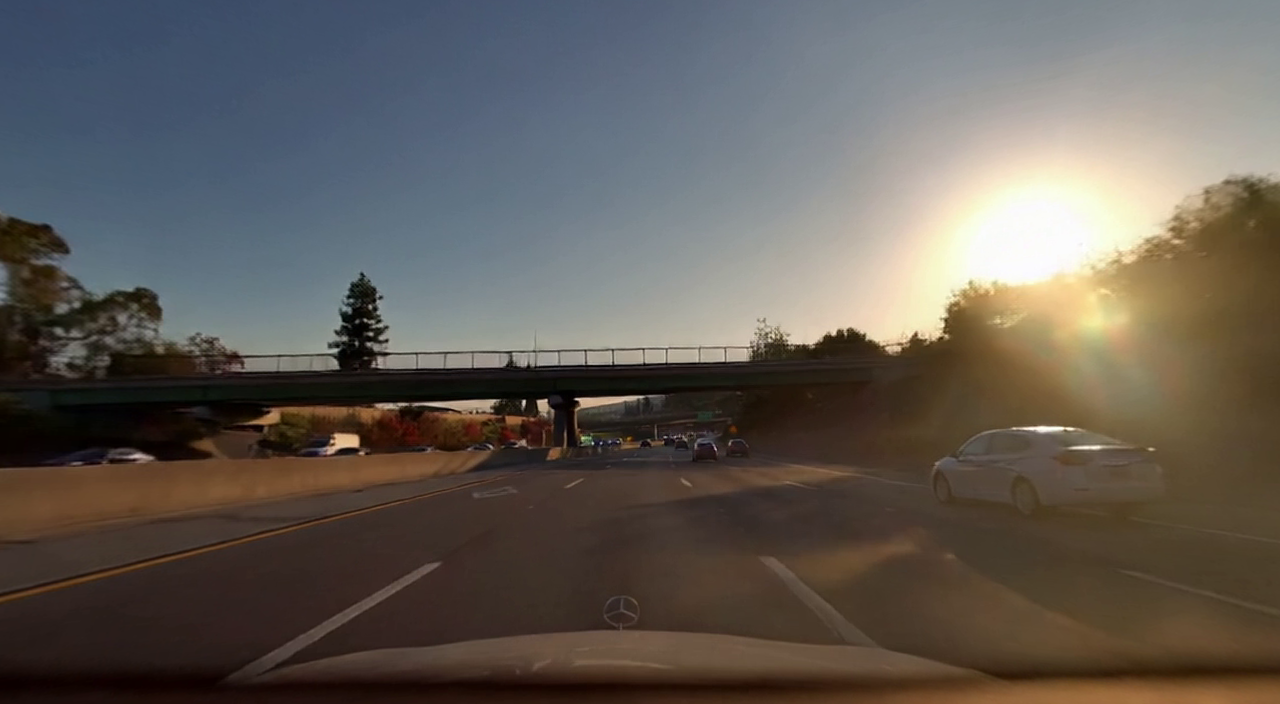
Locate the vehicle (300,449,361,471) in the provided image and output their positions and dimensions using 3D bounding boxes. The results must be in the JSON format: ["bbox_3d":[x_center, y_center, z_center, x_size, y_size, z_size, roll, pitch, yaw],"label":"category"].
[{"bbox_3d":[-23.370,8.171,47.891,2.096,1.515,4.805,-1,-9,2],"label":"vehicle"}]

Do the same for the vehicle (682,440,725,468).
[{"bbox_3d":[3.432,5.646,35.098,1.981,1.471,4.342,0,-9,1],"label":"vehicle"}]

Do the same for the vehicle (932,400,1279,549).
[{"bbox_3d":[7.063,1.886,10.355,2.087,1.806,4.946,0,-9,-1],"label":"vehicle"}]

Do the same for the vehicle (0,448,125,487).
[{"bbox_3d":[-27.639,5.504,30.371,1.952,1.688,4.454,0,-9,0],"label":"vehicle"}]
